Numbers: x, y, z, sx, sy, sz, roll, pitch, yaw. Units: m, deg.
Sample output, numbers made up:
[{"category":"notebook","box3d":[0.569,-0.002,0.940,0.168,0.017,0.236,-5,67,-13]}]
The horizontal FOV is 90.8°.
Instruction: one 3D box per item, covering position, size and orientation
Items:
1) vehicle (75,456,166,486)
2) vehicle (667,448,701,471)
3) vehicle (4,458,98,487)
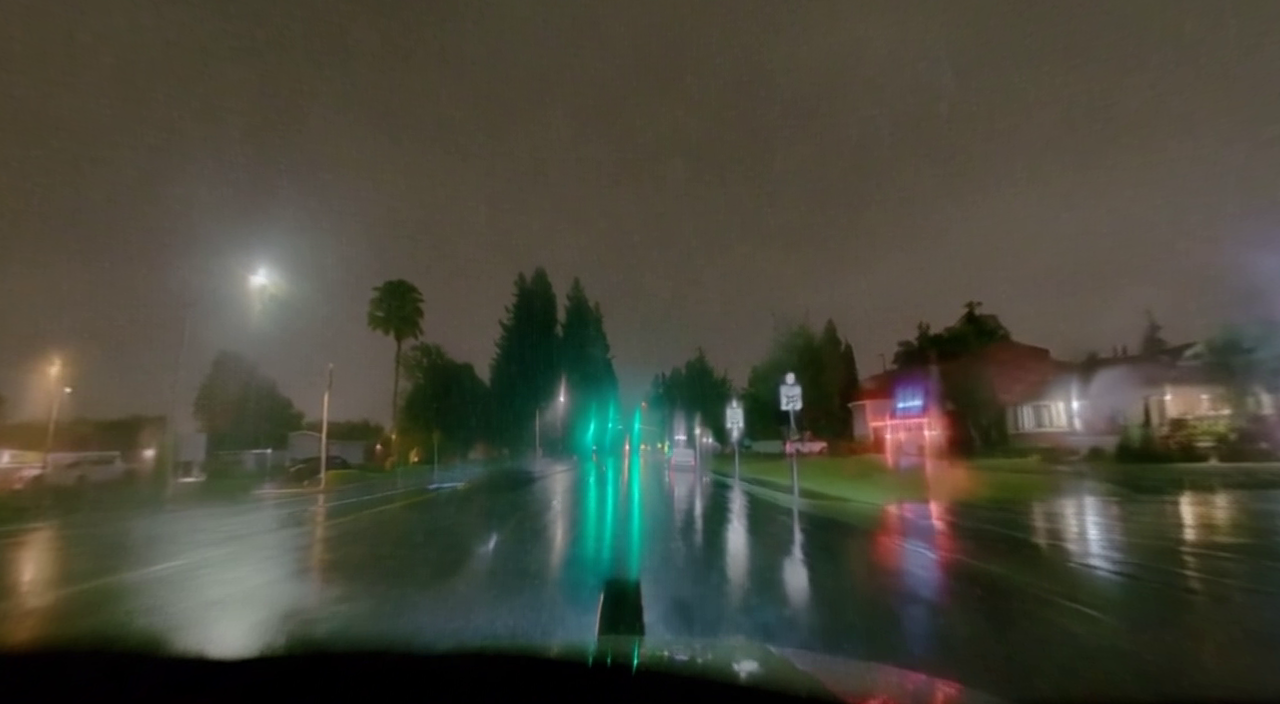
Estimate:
[{"category":"vehicle","box3d":[-36.046,8.246,44.047,2.007,1.822,4.919,0,-8,2]},{"category":"vehicle","box3d":[3.108,7.763,45.919,2.080,1.503,4.821,0,-8,-1]},{"category":"vehicle","box3d":[-41.563,8.504,44.737,2.105,1.834,4.518,0,-8,3]}]
